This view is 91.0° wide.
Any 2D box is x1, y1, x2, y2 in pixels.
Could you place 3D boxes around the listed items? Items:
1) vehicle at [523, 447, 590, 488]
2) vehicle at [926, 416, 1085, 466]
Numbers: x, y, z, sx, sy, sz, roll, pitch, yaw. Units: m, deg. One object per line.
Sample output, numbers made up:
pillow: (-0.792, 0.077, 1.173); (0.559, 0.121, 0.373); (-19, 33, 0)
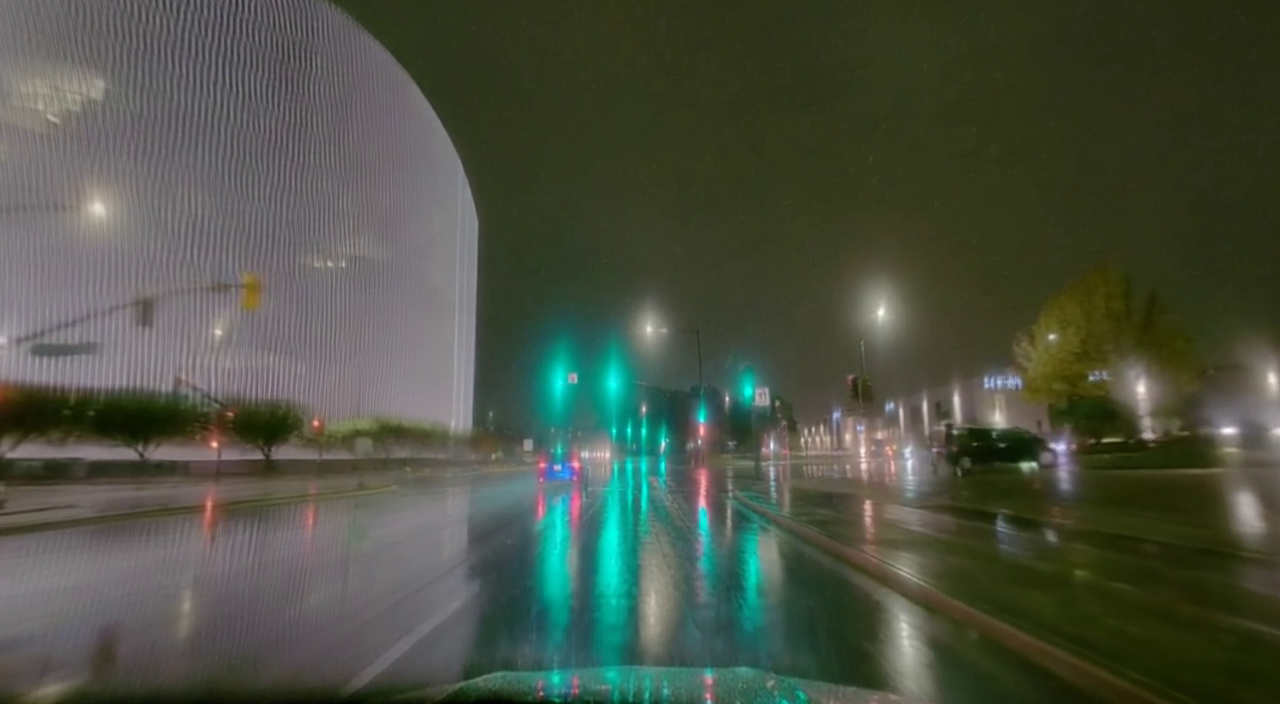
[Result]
vehicle: (-3.248, 4.614, 25.429); (1.971, 1.486, 4.380); (-1, -9, 2)
vehicle: (12.238, 3.016, 21.284); (4.120, 1.558, 1.959); (0, -9, -1)
